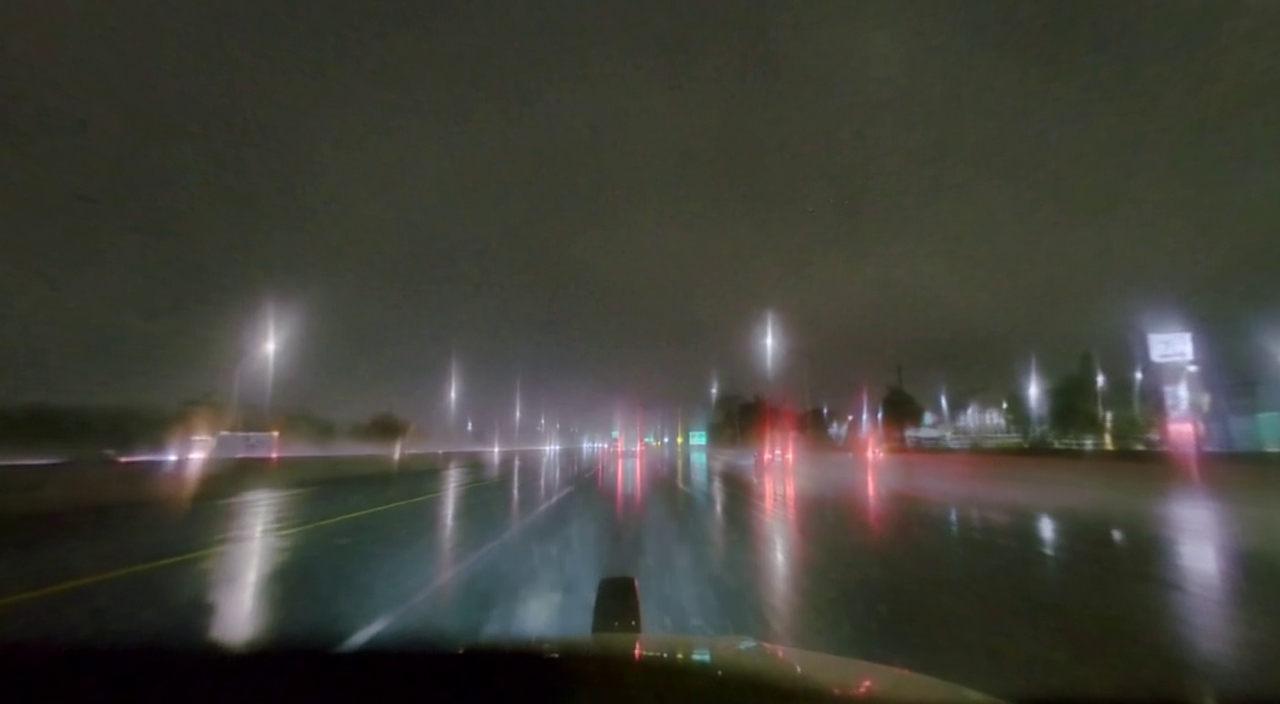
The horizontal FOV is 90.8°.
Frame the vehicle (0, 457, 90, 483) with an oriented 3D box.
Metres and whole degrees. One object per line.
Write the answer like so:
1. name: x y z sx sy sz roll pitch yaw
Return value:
1. vehicle: -40.931 8.070 43.436 1.888 1.548 4.818 0 -9 1
